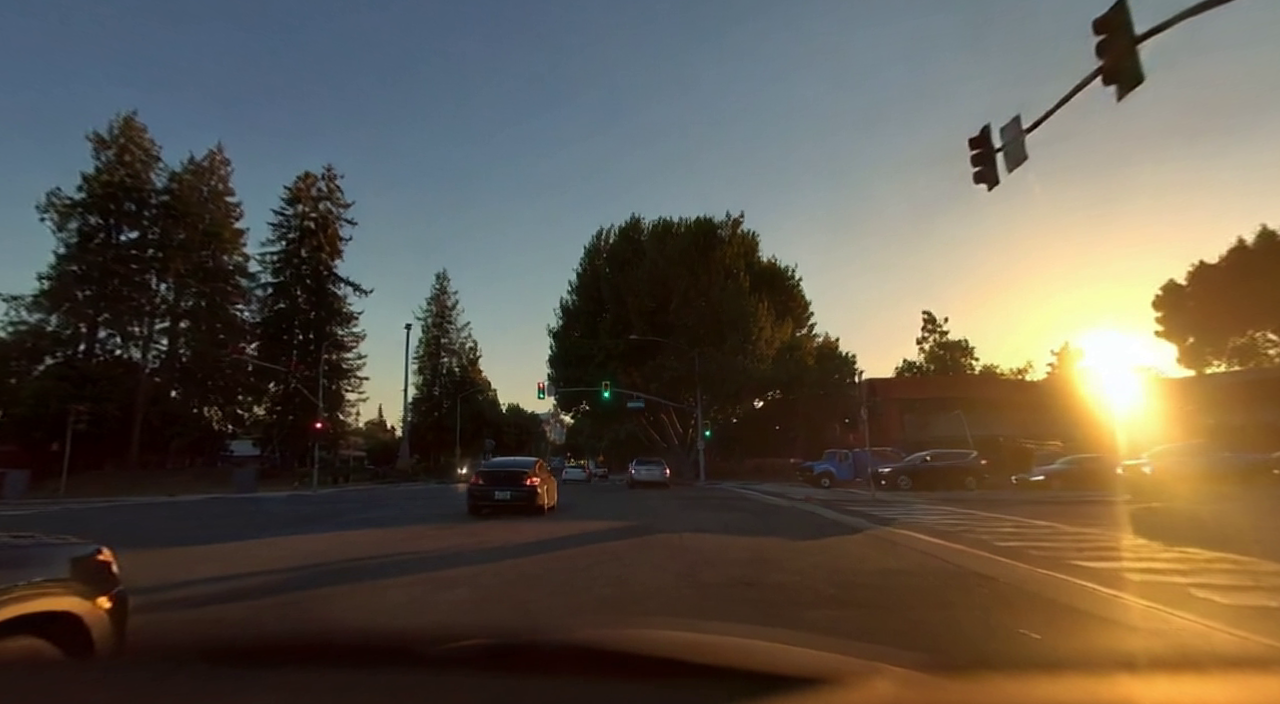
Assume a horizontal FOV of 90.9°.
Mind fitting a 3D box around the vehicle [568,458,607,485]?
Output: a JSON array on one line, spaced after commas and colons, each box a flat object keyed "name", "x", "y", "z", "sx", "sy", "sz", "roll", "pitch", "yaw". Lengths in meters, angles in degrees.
[{"name": "vehicle", "x": -3.271, "y": 7.542, "z": 40.025, "sx": 2.013, "sy": 1.474, "sz": 4.393, "roll": 0, "pitch": -8, "yaw": 1}]

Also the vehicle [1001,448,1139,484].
[{"name": "vehicle", "x": 18.669, "y": 4.954, "z": 27.540, "sx": 4.478, "sy": 1.495, "sz": 2.063, "roll": 0, "pitch": -8, "yaw": 0}]

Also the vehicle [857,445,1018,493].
[{"name": "vehicle", "x": 10.989, "y": 4.391, "z": 23.570, "sx": 4.875, "sy": 1.473, "sz": 2.077, "roll": -2, "pitch": -12, "yaw": -1}]

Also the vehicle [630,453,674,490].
[{"name": "vehicle", "x": 0.577, "y": 6.078, "z": 32.362, "sx": 2.163, "sy": 1.678, "sz": 3.846, "roll": 0, "pitch": -8, "yaw": 0}]

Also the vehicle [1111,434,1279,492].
[{"name": "vehicle", "x": 20.986, "y": 4.129, "z": 23.740, "sx": 4.585, "sy": 1.681, "sz": 2.140, "roll": -5, "pitch": -7, "yaw": 1}]

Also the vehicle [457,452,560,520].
[{"name": "vehicle", "x": -3.329, "y": 3.446, "z": 16.675, "sx": 1.960, "sy": 1.528, "sz": 3.490, "roll": 0, "pitch": -8, "yaw": 0}]

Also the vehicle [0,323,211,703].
[{"name": "vehicle", "x": -3.193, "y": 0.590, "z": 0.646, "sx": 2.190, "sy": 1.766, "sz": 4.649, "roll": 0, "pitch": -8, "yaw": 0}]
